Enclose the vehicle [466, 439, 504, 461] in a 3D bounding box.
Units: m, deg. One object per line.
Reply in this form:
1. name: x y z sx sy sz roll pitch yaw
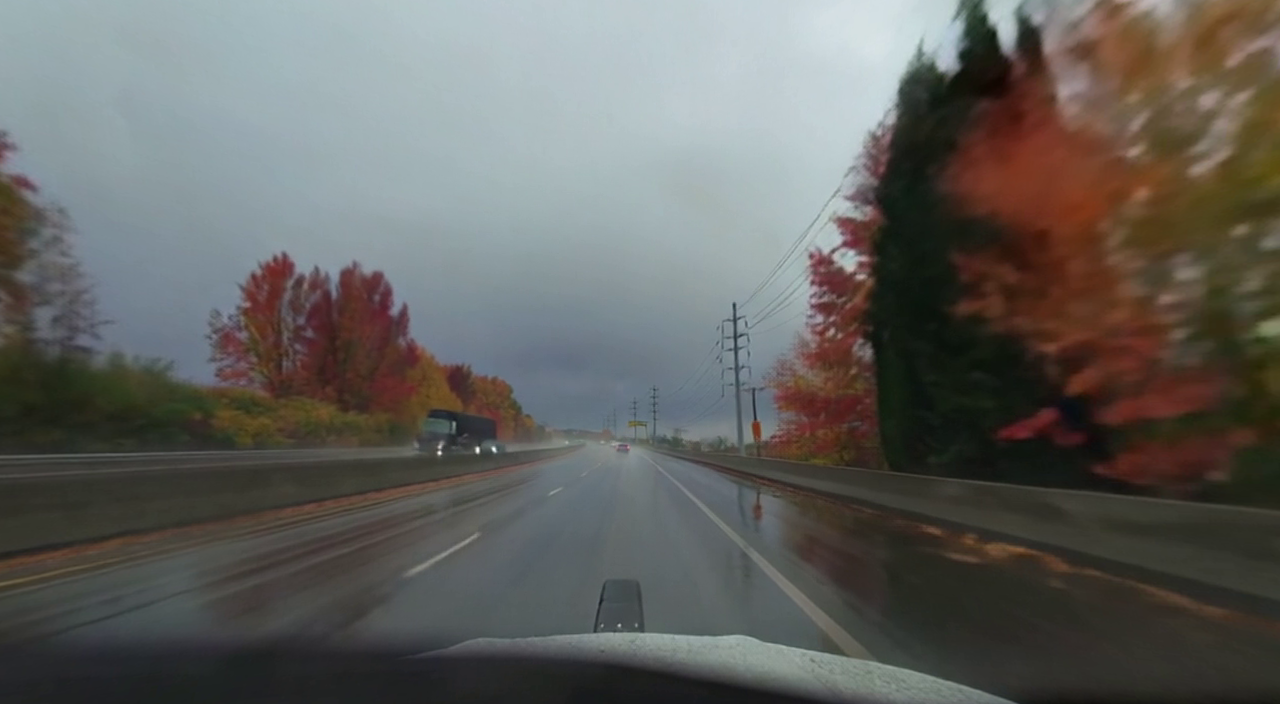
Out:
1. vehicle: -12.093 7.668 49.013 1.979 1.563 3.902 0 -9 0
